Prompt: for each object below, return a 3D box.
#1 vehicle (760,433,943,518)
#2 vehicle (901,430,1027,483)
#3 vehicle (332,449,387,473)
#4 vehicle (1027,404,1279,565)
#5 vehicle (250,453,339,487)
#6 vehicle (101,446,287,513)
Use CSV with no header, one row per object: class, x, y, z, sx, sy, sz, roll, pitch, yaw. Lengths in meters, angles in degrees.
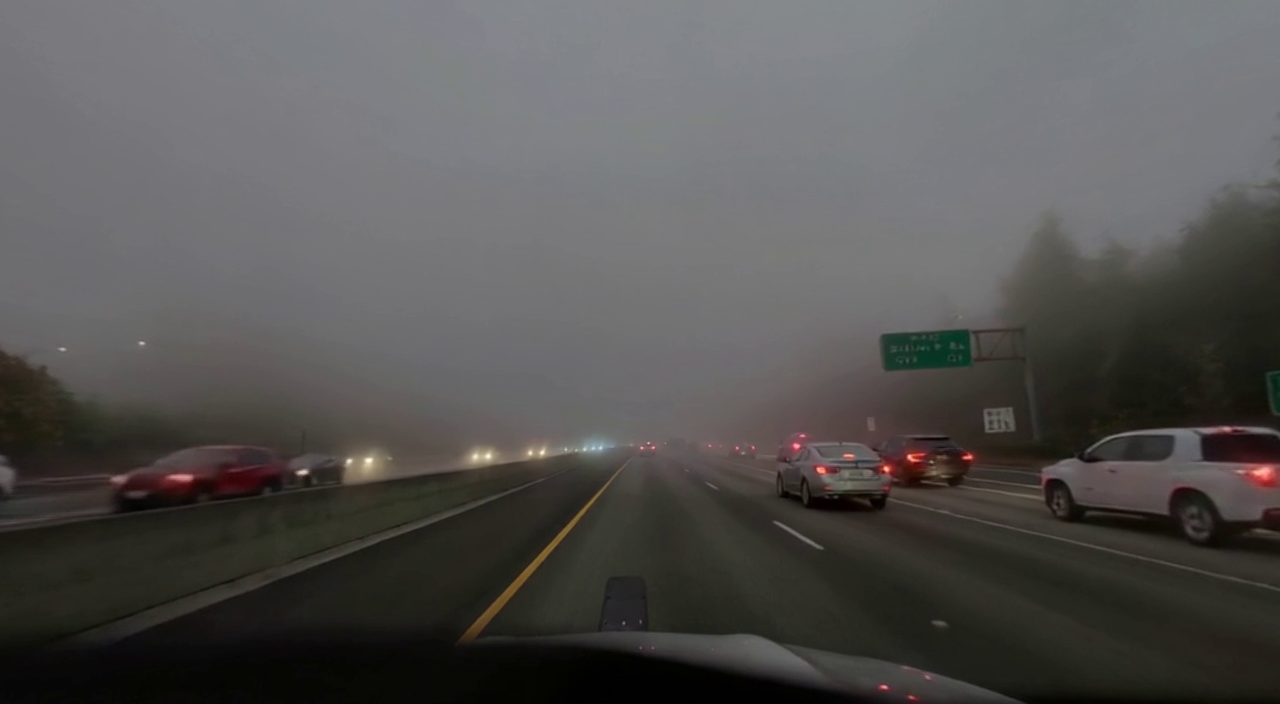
vehicle,4.261,2.577,13.845,2.223,1.483,5.075,0,-8,0
vehicle,11.508,3.735,22.868,1.954,1.685,4.935,0,-8,0
vehicle,-21.483,8.338,48.542,2.117,1.716,4.533,0,-8,0
vehicle,7.761,1.691,8.689,1.966,1.686,4.532,0,-8,0
vehicle,-16.926,5.798,31.207,1.854,1.465,4.484,0,-8,0
vehicle,-12.934,3.664,18.801,2.123,1.698,4.656,0,-8,0
